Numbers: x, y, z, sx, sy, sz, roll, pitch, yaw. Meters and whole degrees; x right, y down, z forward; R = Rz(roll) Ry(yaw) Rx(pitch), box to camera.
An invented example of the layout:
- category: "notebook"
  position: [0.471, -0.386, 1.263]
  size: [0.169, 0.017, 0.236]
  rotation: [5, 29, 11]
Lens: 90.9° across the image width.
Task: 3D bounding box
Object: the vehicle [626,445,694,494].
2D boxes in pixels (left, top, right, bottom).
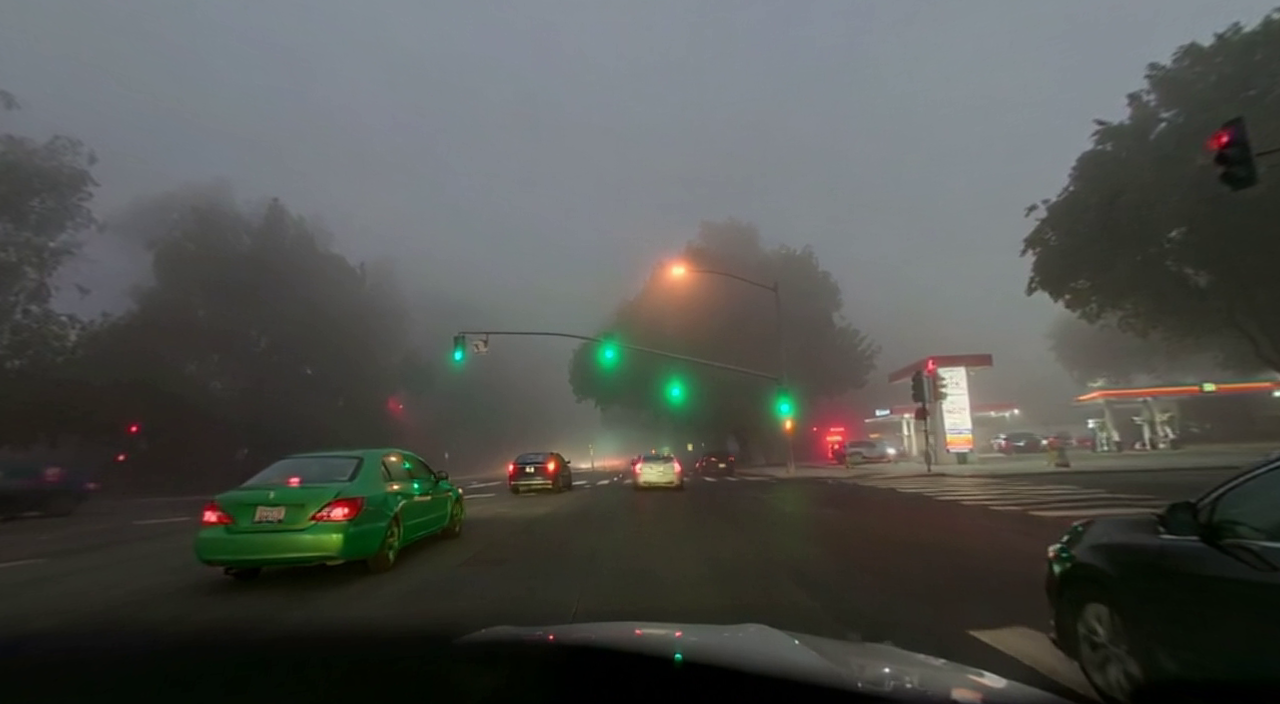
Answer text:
- category: "vehicle"
  position: [0.644, 3.794, 20.662]
  size: [1.994, 1.433, 3.894]
  rotation: [-1, -9, 2]

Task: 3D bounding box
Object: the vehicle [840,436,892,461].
- category: "vehicle"
  position: [16.880, 7.270, 47.303]
  size: [2.110, 1.744, 4.928]
  rotation: [0, -9, 1]

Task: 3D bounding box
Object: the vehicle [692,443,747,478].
- category: "vehicle"
  position: [3.660, 5.123, 29.920]
  size: [1.920, 1.479, 4.548]
  rotation: [0, -9, -1]

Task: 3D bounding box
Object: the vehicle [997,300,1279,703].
- category: "vehicle"
  position: [3.314, 0.631, 1.731]
  size: [1.992, 1.805, 4.549]
  rotation: [0, -9, 1]

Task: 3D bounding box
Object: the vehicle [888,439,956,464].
- category: "vehicle"
  position: [18.011, 6.441, 40.570]
  size: [2.081, 1.482, 4.860]
  rotation: [0, -9, 0]

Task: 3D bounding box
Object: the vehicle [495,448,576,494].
- category: "vehicle"
  position: [-3.517, 4.106, 22.113]
  size: [1.995, 1.436, 4.500]
  rotation: [0, -9, 1]

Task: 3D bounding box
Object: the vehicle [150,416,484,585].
- category: "vehicle"
  position: [-3.873, 1.890, 8.855]
  size: [2.023, 1.687, 4.874]
  rotation: [0, -9, 1]

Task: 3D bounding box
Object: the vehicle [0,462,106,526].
- category: "vehicle"
  position: [-18.823, 4.183, 18.587]
  size: [1.968, 1.684, 4.663]
  rotation: [-2, -9, 2]
